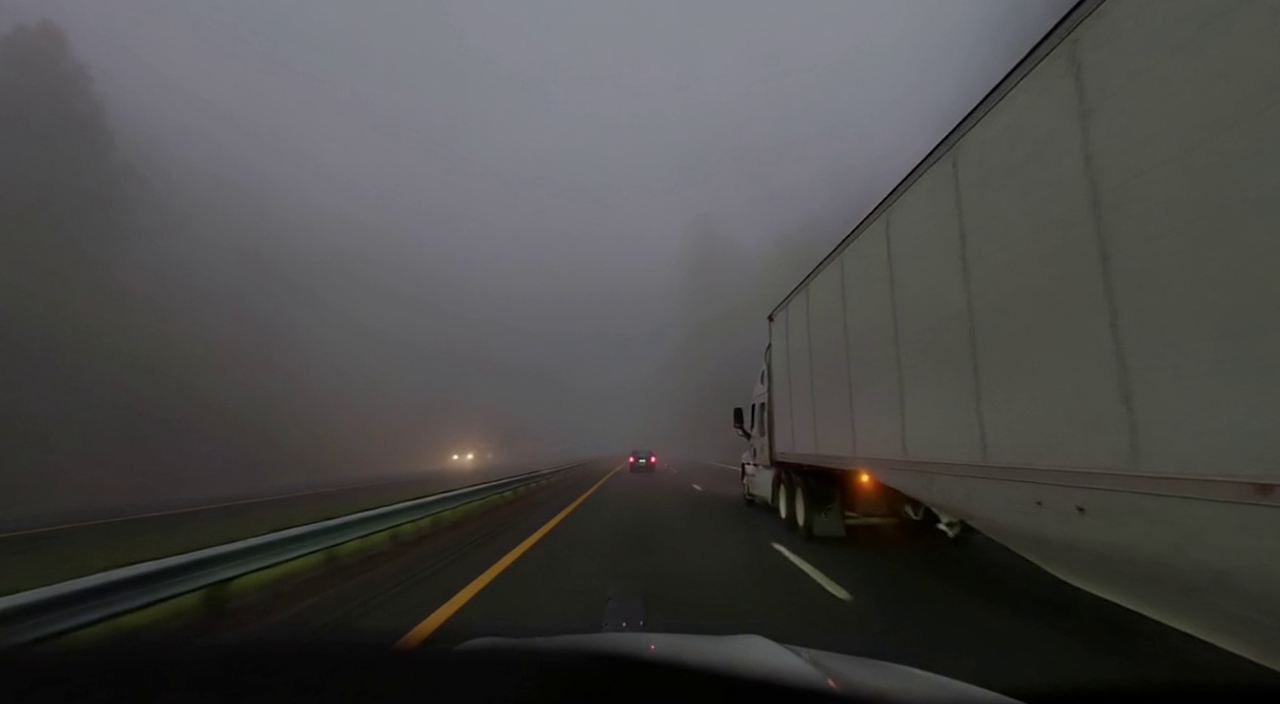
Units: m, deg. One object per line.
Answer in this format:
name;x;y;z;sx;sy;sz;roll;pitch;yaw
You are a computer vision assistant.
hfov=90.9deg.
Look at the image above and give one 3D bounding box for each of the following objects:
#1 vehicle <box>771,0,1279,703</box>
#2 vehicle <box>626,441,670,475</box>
vehicle;3.779;-0.179;3.207;2.929;4.158;15.921;0;-8;0
vehicle;0.369;5.100;30.566;1.968;1.515;4.025;0;-8;1
